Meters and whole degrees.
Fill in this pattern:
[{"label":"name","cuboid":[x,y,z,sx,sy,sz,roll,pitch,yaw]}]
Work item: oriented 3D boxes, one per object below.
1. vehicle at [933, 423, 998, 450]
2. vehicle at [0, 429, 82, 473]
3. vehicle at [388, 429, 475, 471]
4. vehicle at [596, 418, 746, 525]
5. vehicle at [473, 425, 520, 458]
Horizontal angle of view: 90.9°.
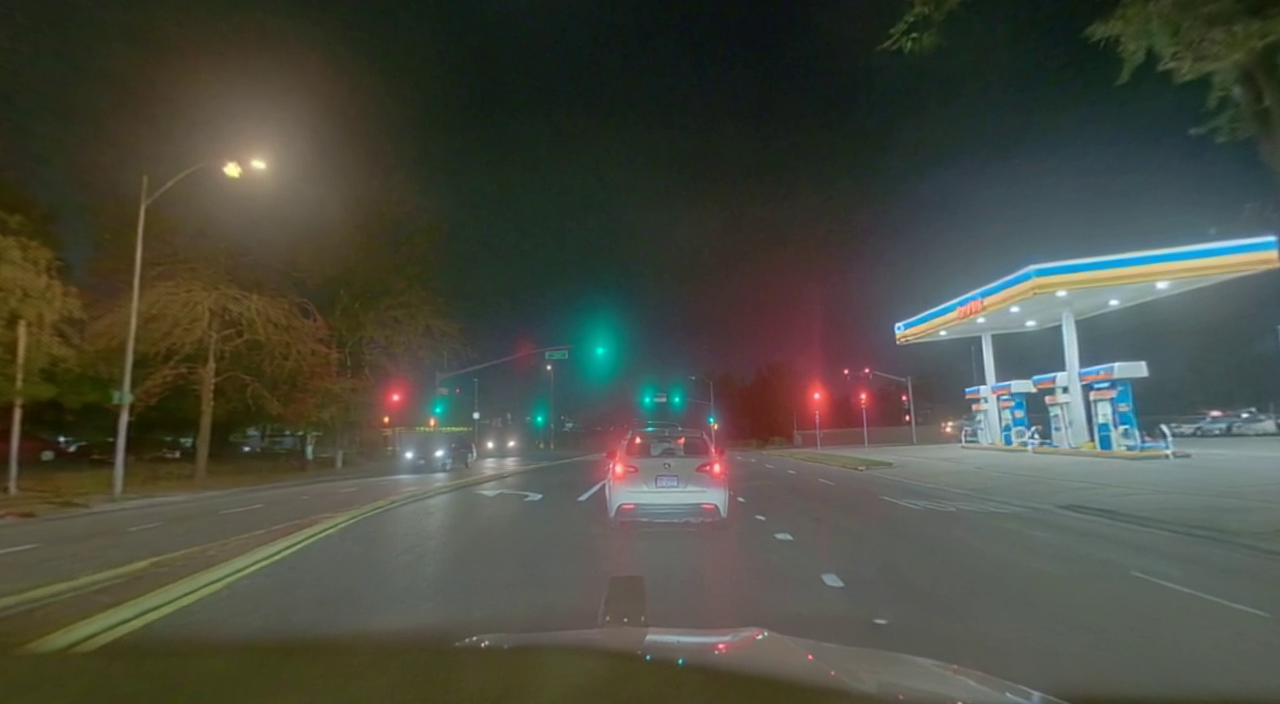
[{"label":"vehicle","cuboid":[19.921,5.187,38.519,4.091,1.495,2.053,7,-11,-41]},{"label":"vehicle","cuboid":[-27.280,4.237,27.019,1.946,1.816,4.792,-1,-8,7]},{"label":"vehicle","cuboid":[-8.937,4.251,27.448,2.108,1.671,4.535,0,-8,2]},{"label":"vehicle","cuboid":[0.487,1.977,10.964,2.112,1.482,4.057,0,-8,2]},{"label":"vehicle","cuboid":[-9.749,6.058,42.549,2.378,2.084,5.225,3,-9,-19]}]
